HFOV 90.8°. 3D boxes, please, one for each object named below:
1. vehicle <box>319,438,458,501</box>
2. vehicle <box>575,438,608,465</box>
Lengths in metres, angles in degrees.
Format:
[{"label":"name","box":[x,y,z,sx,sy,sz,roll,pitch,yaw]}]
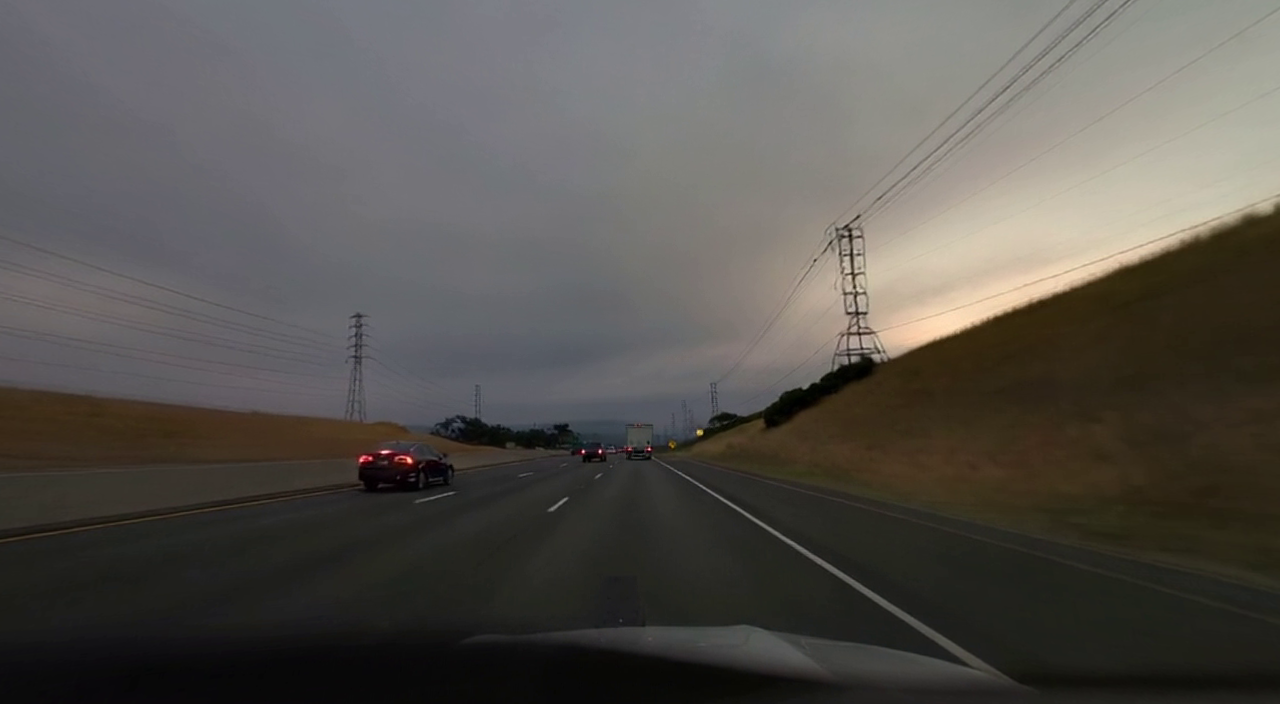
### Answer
[{"label":"vehicle","box":[-6.986,3.307,18.187,2.066,1.558,4.607,0,-9,0]},{"label":"vehicle","box":[-3.725,7.780,49.384,2.207,1.949,4.911,0,-9,0]}]
